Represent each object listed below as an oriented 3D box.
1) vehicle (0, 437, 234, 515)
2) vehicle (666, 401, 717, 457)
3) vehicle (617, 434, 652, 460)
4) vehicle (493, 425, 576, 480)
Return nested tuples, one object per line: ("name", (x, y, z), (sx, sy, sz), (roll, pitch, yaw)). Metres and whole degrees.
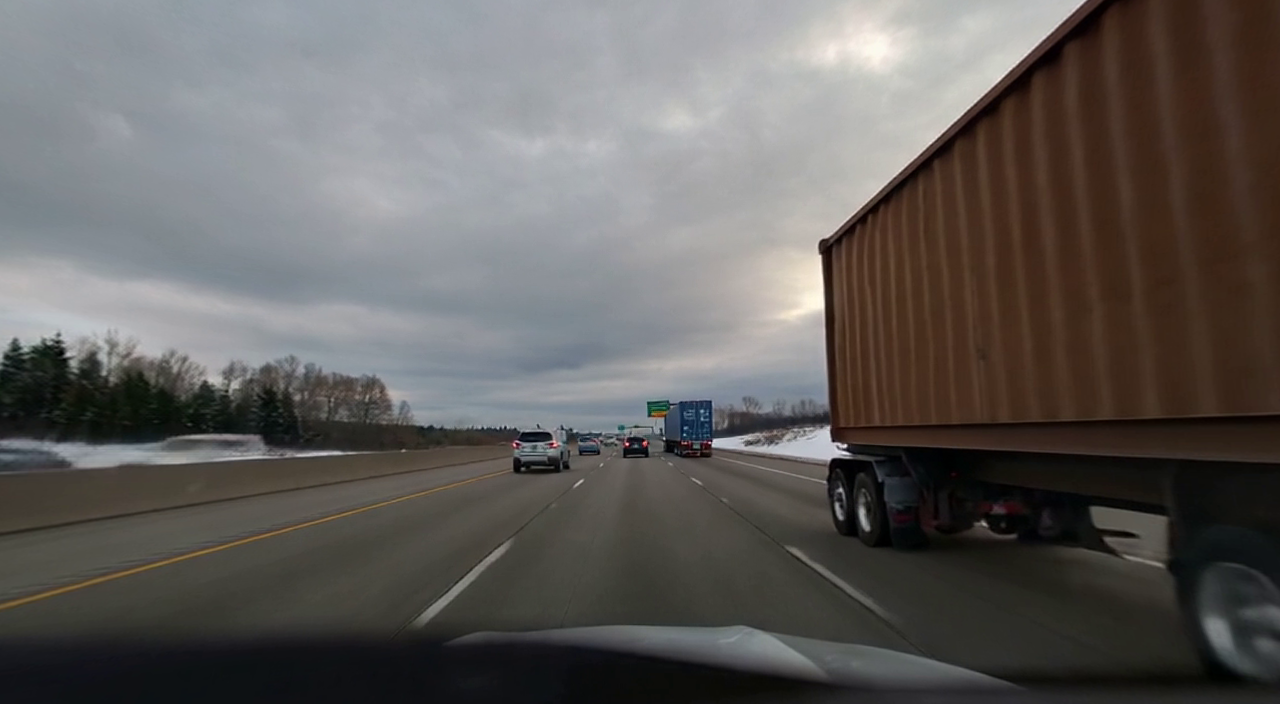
("vehicle", (-11.676, 2.709, 14.416), (1.898, 1.512, 4.238), (0, -8, -1))
("vehicle", (3.745, 5.850, 47.402), (2.883, 3.836, 7.894), (0, -8, -2))
("vehicle", (-0.386, 6.051, 40.125), (2.088, 1.567, 4.240), (0, -8, -1))
("vehicle", (-3.479, 3.403, 21.597), (2.054, 1.671, 4.445), (0, -8, 0))
